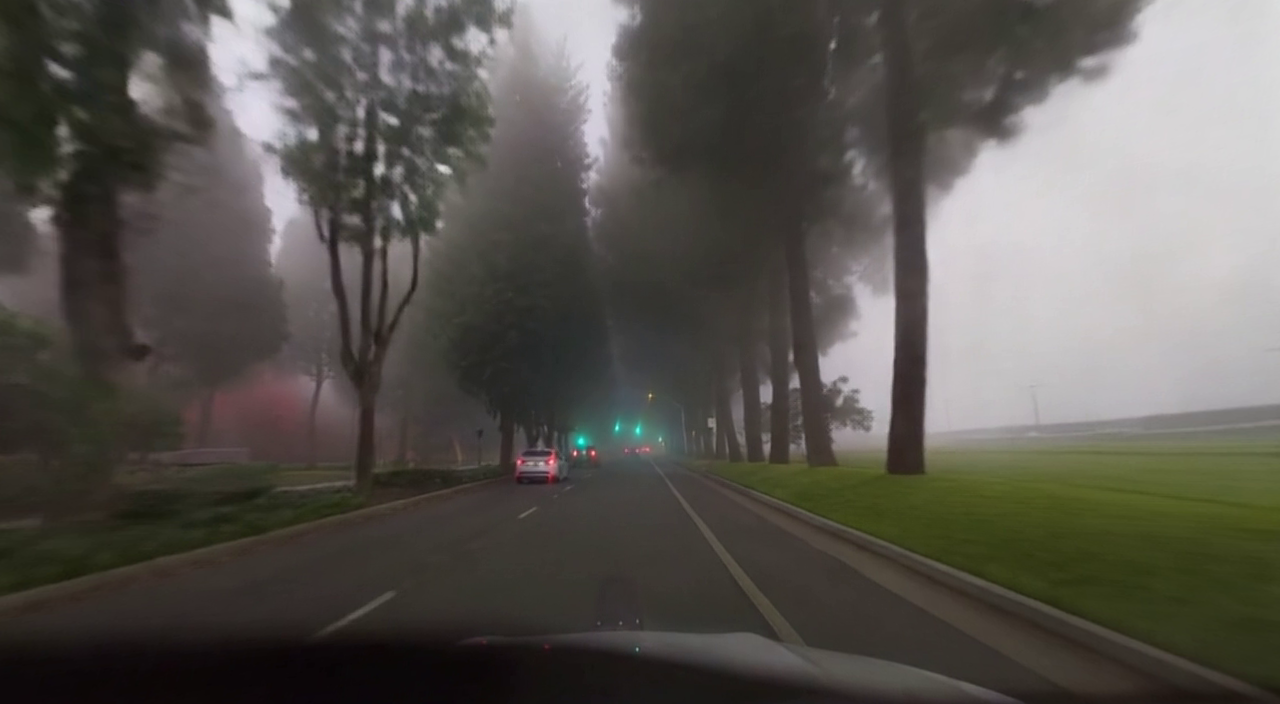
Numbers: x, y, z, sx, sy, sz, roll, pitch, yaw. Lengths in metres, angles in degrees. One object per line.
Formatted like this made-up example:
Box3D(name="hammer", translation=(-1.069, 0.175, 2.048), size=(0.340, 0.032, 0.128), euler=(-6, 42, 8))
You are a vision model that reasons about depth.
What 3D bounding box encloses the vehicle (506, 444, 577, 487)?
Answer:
Box3D(name="vehicle", translation=(-3.583, 4.197, 23.734), size=(1.932, 1.431, 4.144), euler=(0, -8, 1))
